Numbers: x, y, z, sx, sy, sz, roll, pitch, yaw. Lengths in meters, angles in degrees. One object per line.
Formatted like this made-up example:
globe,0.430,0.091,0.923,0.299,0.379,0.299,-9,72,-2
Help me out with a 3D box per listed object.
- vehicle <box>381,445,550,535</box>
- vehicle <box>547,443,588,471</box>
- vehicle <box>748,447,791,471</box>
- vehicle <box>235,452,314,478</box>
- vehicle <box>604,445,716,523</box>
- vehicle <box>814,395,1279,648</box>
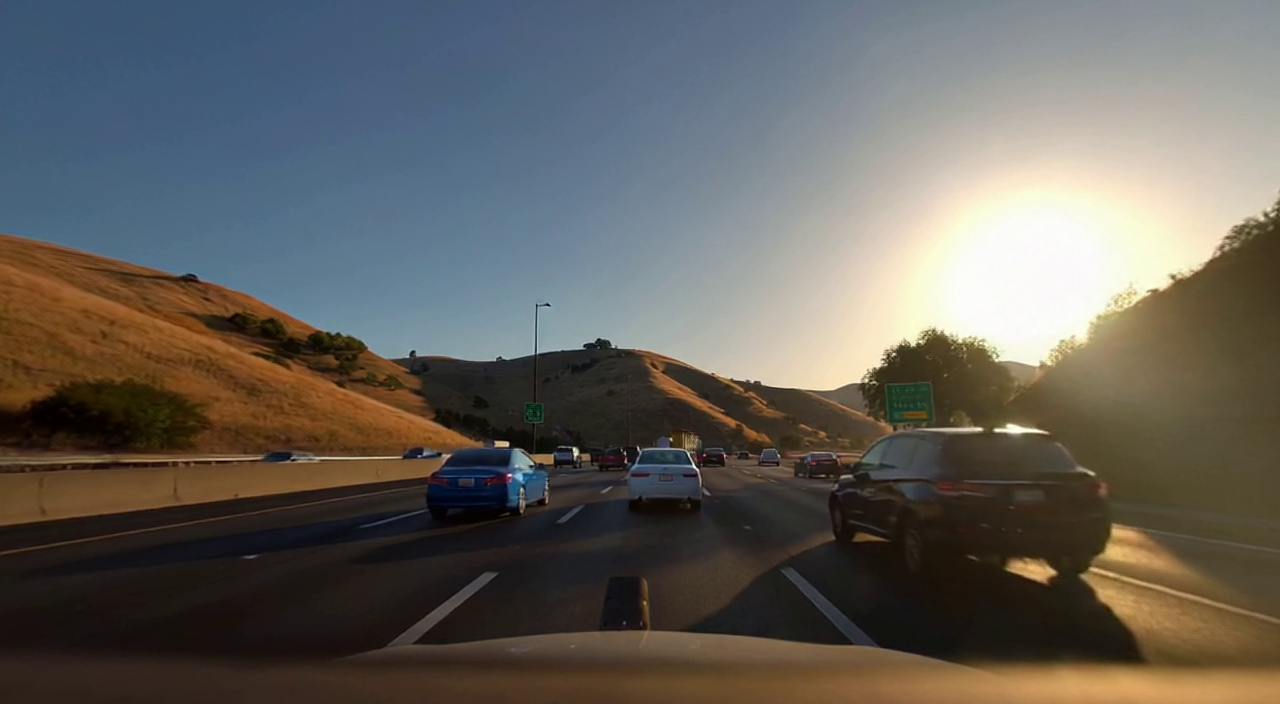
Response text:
vehicle,-3.168,2.592,12.556,2.017,1.446,4.384,0,-9,1
vehicle,-5.276,7.722,46.493,2.163,1.899,4.805,-1,-9,4
vehicle,8.501,7.045,41.779,2.097,1.515,4.593,-1,-9,2
vehicle,-23.297,7.189,40.424,2.072,1.472,4.716,-1,-9,2
vehicle,0.402,2.745,13.669,2.072,1.431,3.904,0,-9,1
vehicle,3.523,1.502,6.699,2.083,1.693,4.740,0,-9,1
